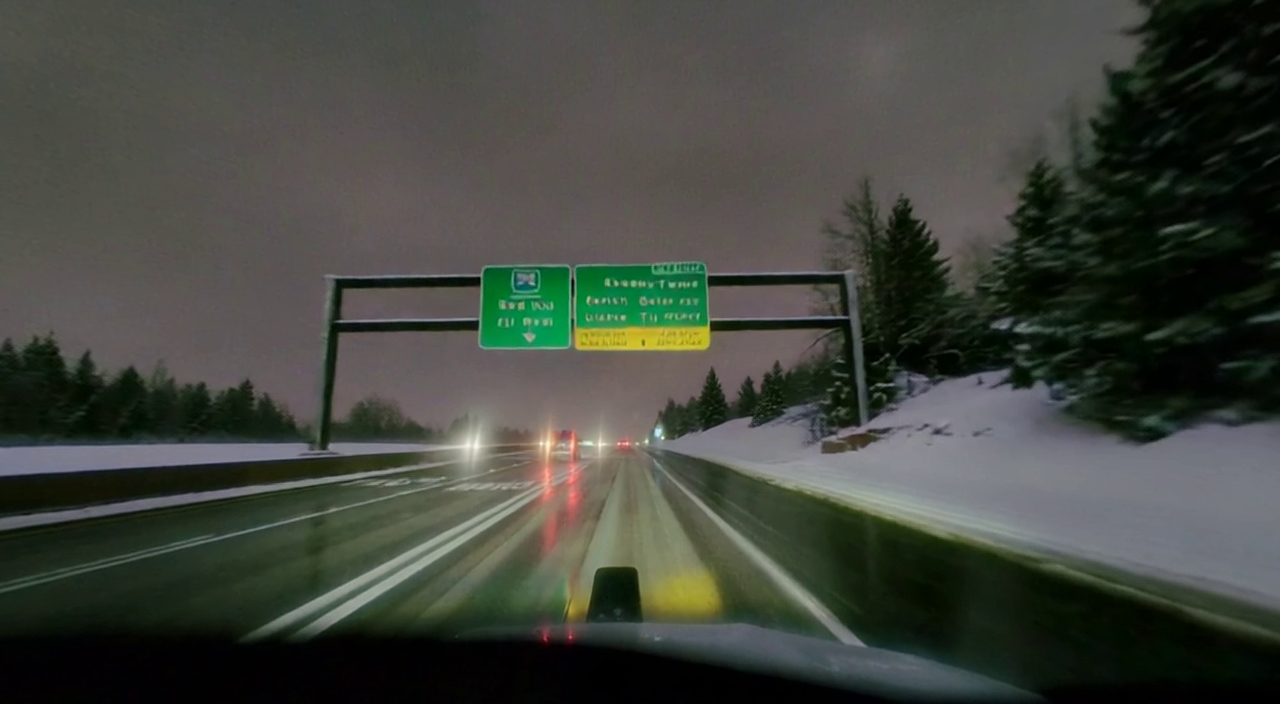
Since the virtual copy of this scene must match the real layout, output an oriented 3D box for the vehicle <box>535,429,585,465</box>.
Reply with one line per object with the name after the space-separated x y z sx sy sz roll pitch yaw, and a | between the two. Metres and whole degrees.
-4.686 5.656 37.731 2.281 1.957 5.713 0 -8 -1 | vehicle
